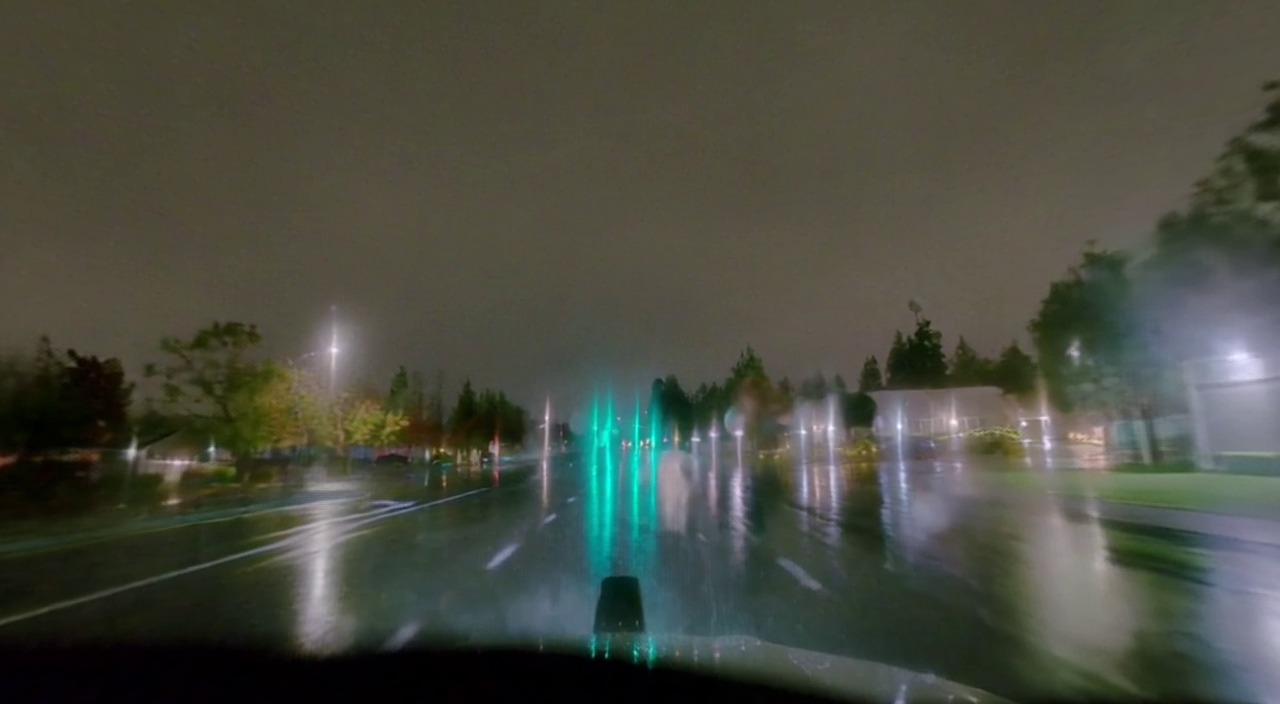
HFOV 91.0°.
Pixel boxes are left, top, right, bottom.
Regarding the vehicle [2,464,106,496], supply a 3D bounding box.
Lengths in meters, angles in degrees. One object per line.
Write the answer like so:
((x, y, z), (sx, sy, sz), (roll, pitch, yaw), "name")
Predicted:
((-36.060, 7.844, 38.818), (4.515, 1.593, 1.827), (-3, -10, -2), "vehicle")
